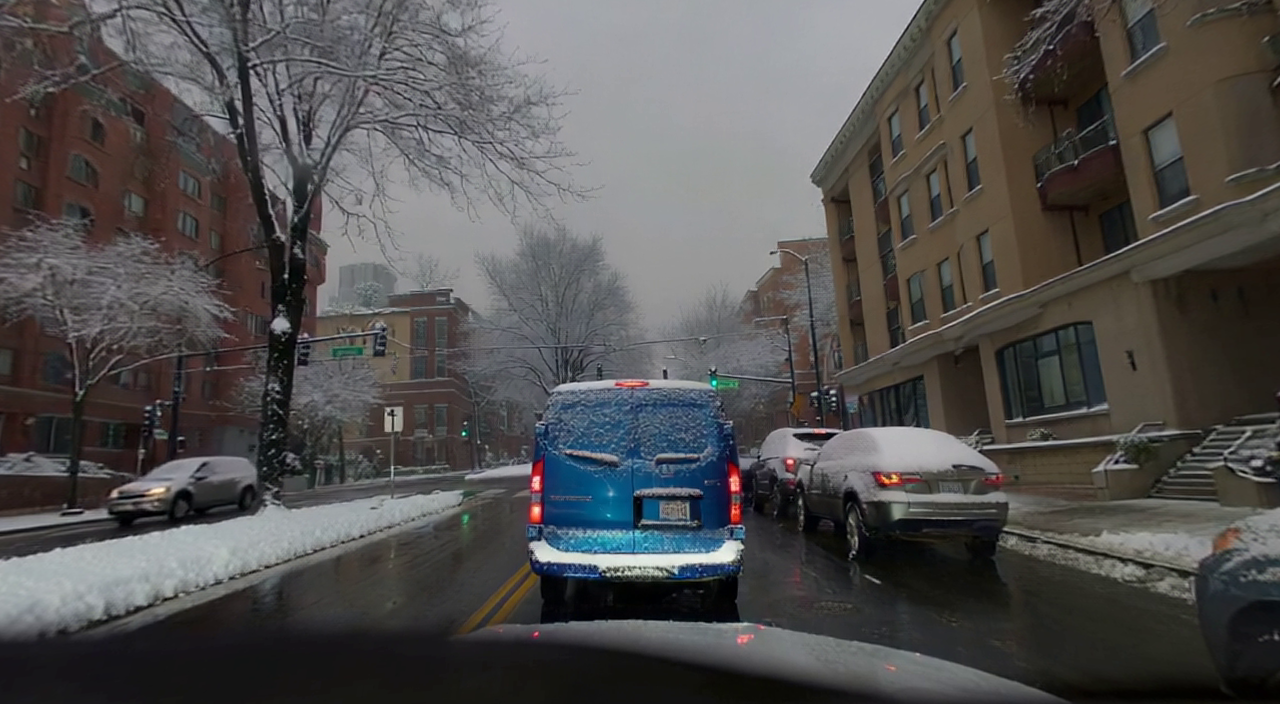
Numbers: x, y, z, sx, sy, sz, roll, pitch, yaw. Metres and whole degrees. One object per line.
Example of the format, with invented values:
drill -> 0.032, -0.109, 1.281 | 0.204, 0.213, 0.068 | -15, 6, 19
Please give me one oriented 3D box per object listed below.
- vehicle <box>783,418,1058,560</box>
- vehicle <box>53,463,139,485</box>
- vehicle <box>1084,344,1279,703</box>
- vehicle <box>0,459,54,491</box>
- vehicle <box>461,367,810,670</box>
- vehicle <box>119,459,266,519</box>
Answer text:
vehicle -> 3.922, 2.006, 10.014 | 2.061, 1.676, 4.734 | 0, -9, -2
vehicle -> -38.464, 8.628, 44.636 | 4.396, 1.458, 1.809 | -1, -9, 2
vehicle -> 3.806, 0.700, 1.738 | 2.157, 1.748, 4.130 | 0, -9, 1
vehicle -> -35.476, 6.833, 35.156 | 3.843, 1.680, 1.782 | -1, -9, 4
vehicle -> -0.025, 1.326, 6.040 | 2.101, 1.828, 4.270 | 0, -9, 0
vehicle -> -13.423, 4.076, 19.308 | 1.852, 1.485, 4.428 | 1, -9, -10
